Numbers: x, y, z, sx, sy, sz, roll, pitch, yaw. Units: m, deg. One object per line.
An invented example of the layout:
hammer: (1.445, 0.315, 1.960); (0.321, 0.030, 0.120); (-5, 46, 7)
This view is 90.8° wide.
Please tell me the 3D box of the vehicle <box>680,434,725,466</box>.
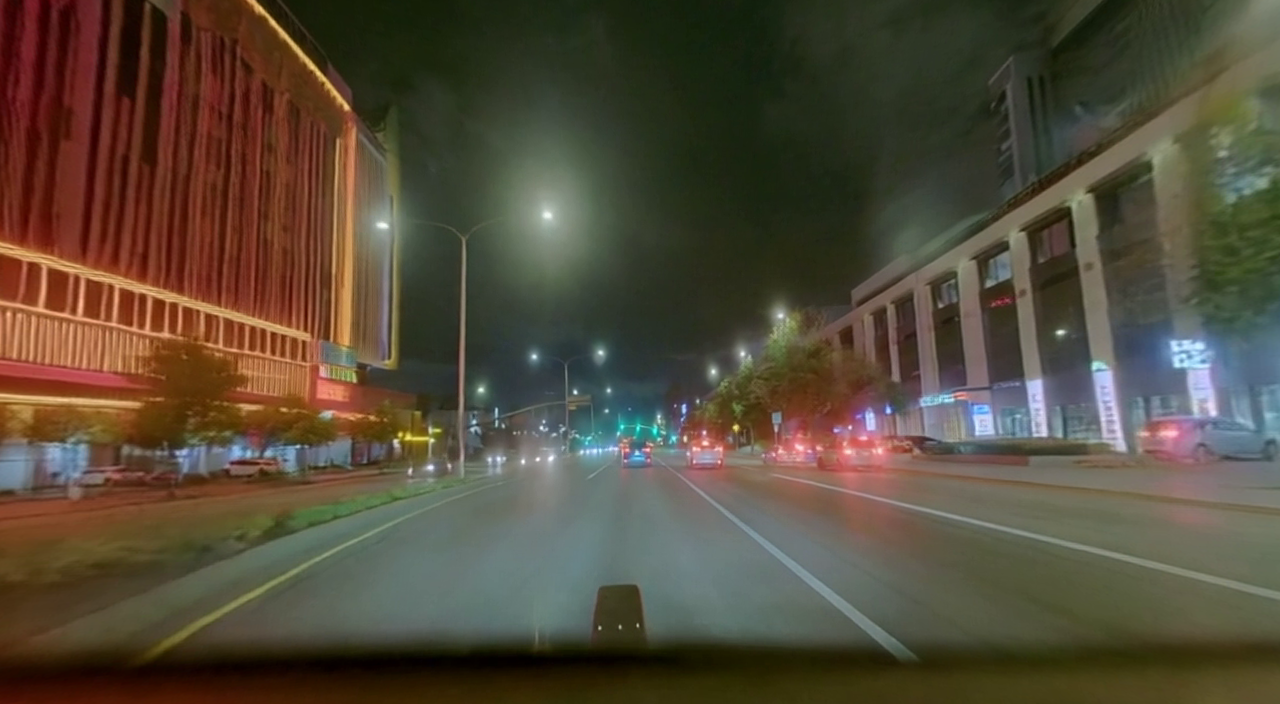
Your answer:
vehicle: (3.440, 5.557, 35.782); (2.100, 1.683, 4.231); (0, -9, 0)

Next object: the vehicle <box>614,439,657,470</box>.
vehicle: (-0.266, 5.397, 33.442); (2.110, 1.476, 4.294); (0, -9, -1)

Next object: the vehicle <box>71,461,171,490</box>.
vehicle: (-29.936, 7.105, 36.524); (4.033, 1.531, 1.789); (0, -9, -3)

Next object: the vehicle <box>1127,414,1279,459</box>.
vehicle: (20.438, 2.986, 22.221); (4.813, 1.483, 2.129); (0, -9, 0)
